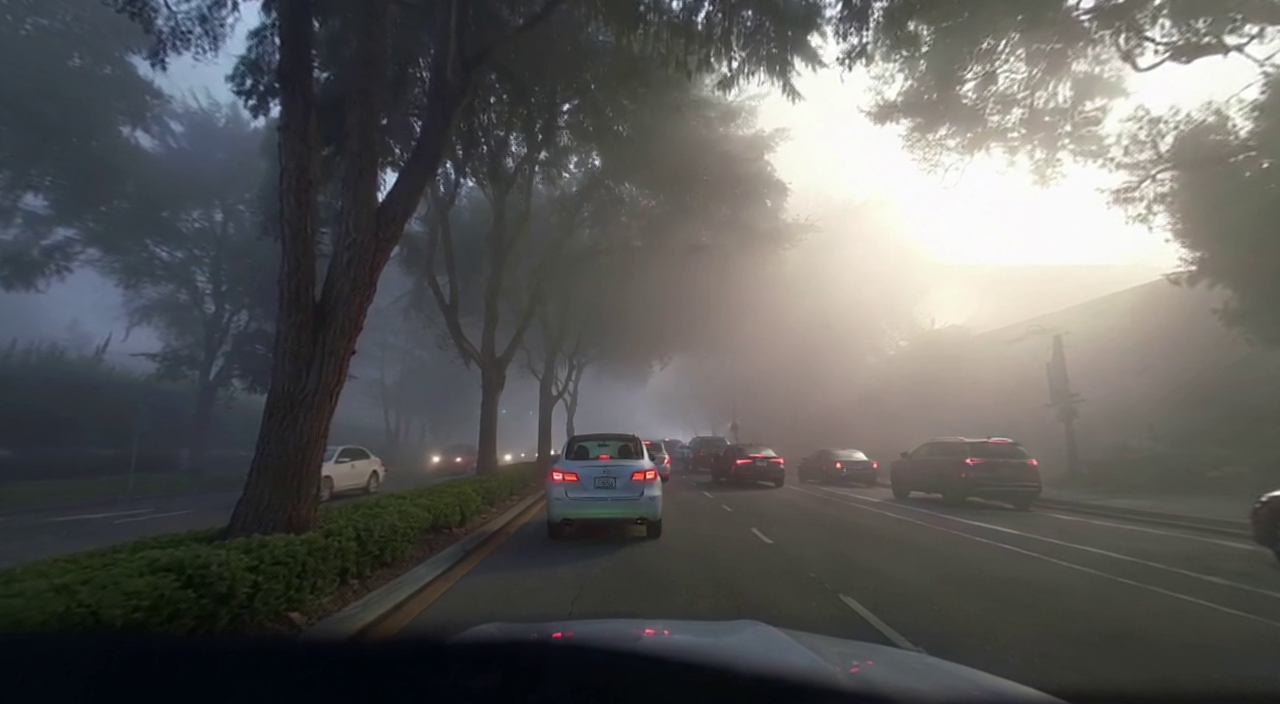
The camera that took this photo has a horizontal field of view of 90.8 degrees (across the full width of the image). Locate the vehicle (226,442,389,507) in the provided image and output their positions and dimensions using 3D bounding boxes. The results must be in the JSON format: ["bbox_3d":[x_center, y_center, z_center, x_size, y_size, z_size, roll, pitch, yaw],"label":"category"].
[{"bbox_3d":[-8.804,3.252,17.320,1.938,1.513,4.593,0,-8,0],"label":"vehicle"}]

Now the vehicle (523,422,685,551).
[{"bbox_3d":[-0.549,2.030,10.157,2.106,1.655,3.717,0,-8,-3],"label":"vehicle"}]

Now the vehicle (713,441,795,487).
[{"bbox_3d":[3.953,3.963,22.692,2.175,1.477,4.520,0,-8,1],"label":"vehicle"}]

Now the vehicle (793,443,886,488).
[{"bbox_3d":[7.195,4.104,23.287,1.977,1.485,4.308,0,-8,0],"label":"vehicle"}]

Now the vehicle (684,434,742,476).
[{"bbox_3d":[3.409,4.901,30.408,2.114,1.846,4.659,0,-8,-1],"label":"vehicle"}]

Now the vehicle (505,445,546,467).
[{"bbox_3d":[-8.233,7.537,45.987,2.039,1.466,4.553,0,-8,1],"label":"vehicle"}]

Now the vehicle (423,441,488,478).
[{"bbox_3d":[-8.882,5.186,30.759,1.920,1.663,4.036,0,-8,1],"label":"vehicle"}]

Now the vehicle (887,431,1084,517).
[{"bbox_3d":[7.757,2.754,14.813,2.168,1.709,4.289,0,-8,0],"label":"vehicle"}]
